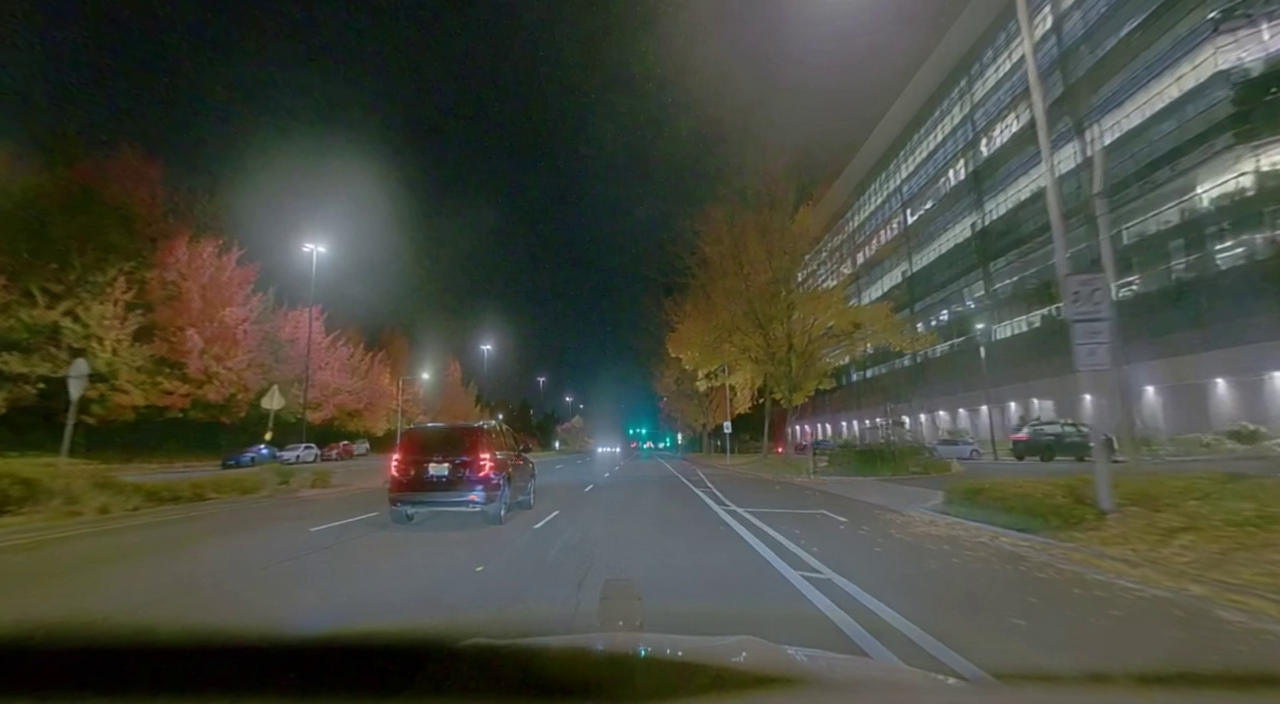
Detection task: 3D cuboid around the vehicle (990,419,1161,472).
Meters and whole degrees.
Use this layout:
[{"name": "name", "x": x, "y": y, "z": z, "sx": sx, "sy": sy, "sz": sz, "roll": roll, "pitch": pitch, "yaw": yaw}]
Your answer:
[{"name": "vehicle", "x": 18.885, "y": 4.060, "z": 27.475, "sx": 5.903, "sy": 2.099, "sz": 2.290, "roll": 0, "pitch": -8, "yaw": -6}]

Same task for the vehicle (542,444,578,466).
[{"name": "vehicle", "x": -5.699, "y": 7.370, "z": 45.346, "sx": 1.982, "sy": 1.478, "sz": 4.465, "roll": 0, "pitch": -9, "yaw": 1}]

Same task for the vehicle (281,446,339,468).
[{"name": "vehicle", "x": -25.073, "y": 7.973, "z": 48.008, "sx": 1.844, "sy": 1.619, "sz": 4.725, "roll": 0, "pitch": -9, "yaw": 0}]

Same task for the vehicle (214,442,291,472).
[{"name": "vehicle", "x": -25.180, "y": 6.827, "z": 41.135, "sx": 1.990, "sy": 1.822, "sz": 4.751, "roll": 0, "pitch": -9, "yaw": 0}]

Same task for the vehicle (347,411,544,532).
[{"name": "vehicle", "x": -3.259, "y": 2.131, "z": 11.723, "sx": 2.112, "sy": 1.779, "sz": 4.489, "roll": 0, "pitch": -9, "yaw": 1}]
